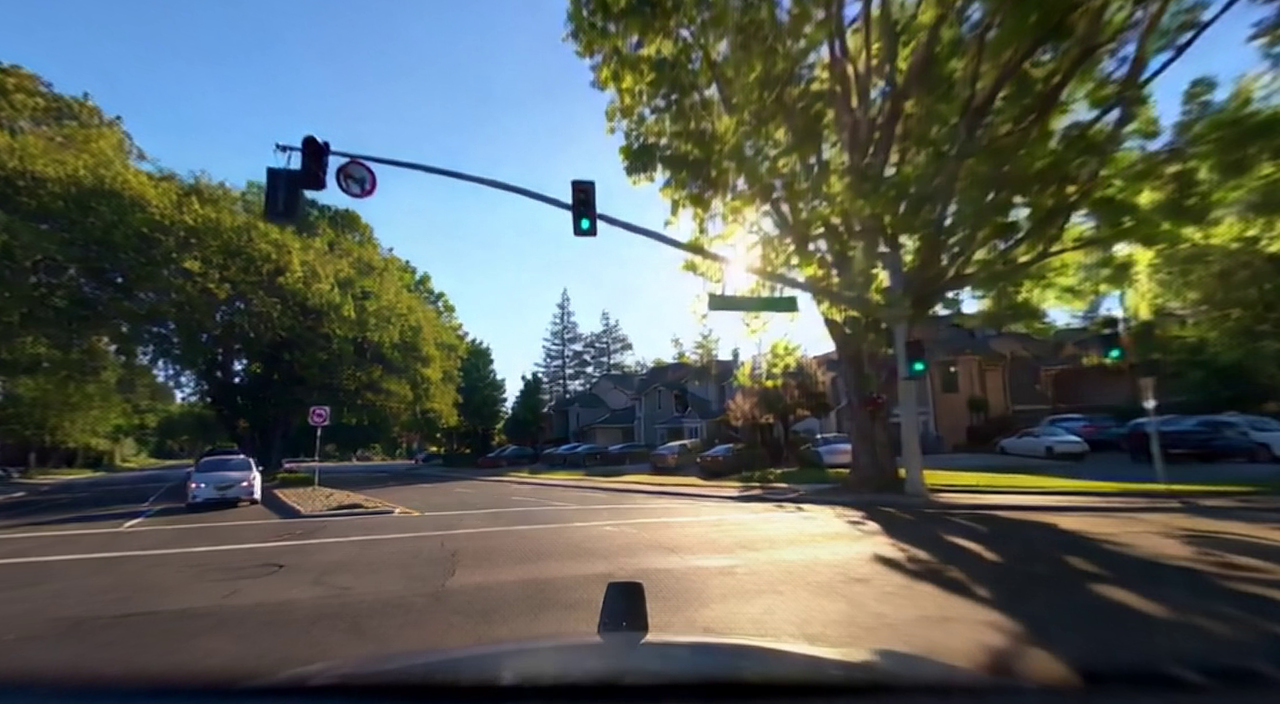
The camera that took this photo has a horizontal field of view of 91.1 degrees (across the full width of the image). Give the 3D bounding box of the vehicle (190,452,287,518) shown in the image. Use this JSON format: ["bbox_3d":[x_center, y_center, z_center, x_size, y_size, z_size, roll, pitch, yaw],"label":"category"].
[{"bbox_3d":[-11.074,3.523,17.296,1.912,1.464,4.652,5,-10,-33],"label":"vehicle"}]
